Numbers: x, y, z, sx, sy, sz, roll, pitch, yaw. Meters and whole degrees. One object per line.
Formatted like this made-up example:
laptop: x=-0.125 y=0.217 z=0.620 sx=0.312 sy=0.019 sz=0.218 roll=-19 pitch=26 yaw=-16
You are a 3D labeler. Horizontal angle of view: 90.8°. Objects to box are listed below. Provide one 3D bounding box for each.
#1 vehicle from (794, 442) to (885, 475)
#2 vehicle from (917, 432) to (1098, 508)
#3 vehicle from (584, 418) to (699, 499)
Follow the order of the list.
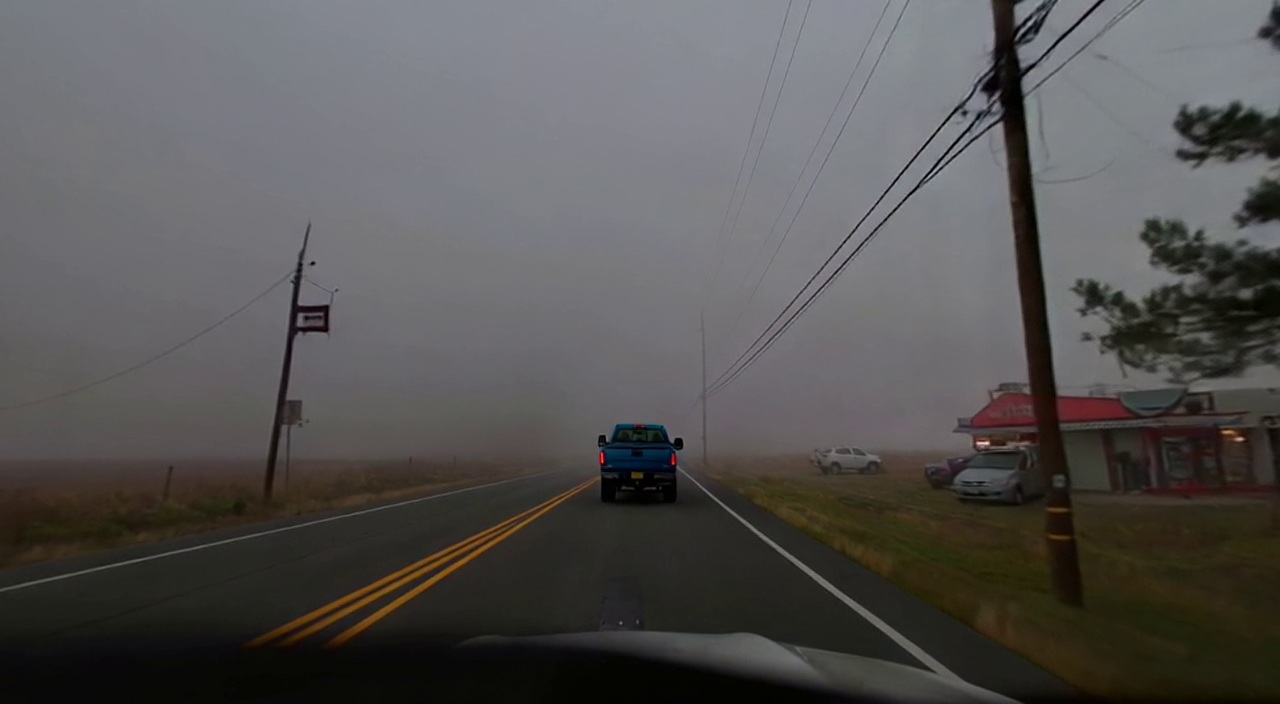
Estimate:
vehicle: x=11.604 y=6.105 z=36.588 sx=5.304 sy=1.754 sz=2.340 roll=6 pitch=-11 yaw=-37
vehicle: x=11.505 y=3.573 z=19.672 sx=5.776 sy=1.936 sz=2.535 roll=6 pitch=-8 yaw=-33
vehicle: x=0.086 y=3.262 z=19.828 sx=2.921 sy=2.031 sz=7.416 roll=0 pitch=-8 yaw=1
